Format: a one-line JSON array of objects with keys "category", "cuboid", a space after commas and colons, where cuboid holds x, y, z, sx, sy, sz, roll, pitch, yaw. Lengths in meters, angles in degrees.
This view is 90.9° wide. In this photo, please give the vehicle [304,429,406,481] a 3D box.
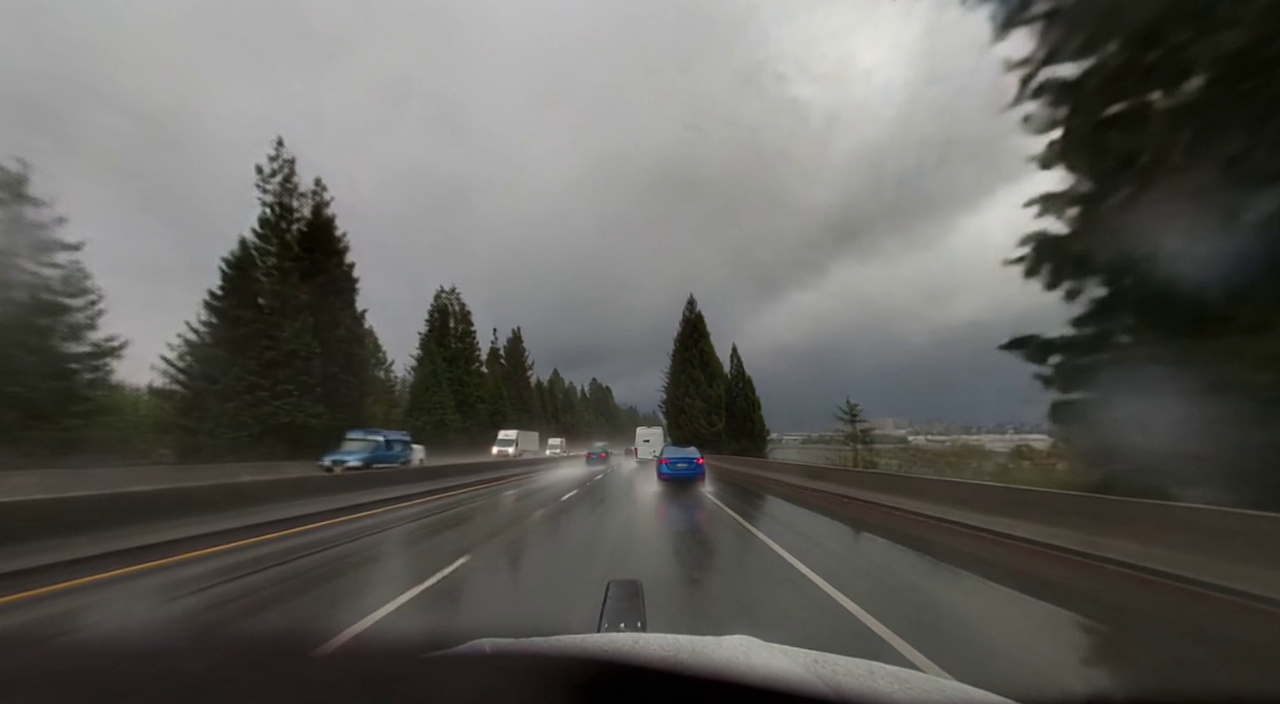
[{"category": "vehicle", "cuboid": [-16.683, 6.089, 37.535, 2.484, 2.759, 7.316, 0, -9, 1]}]

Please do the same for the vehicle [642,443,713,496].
[{"category": "vehicle", "cuboid": [1.069, 3.643, 19.904, 2.012, 1.485, 3.649, 0, -9, 0]}]
